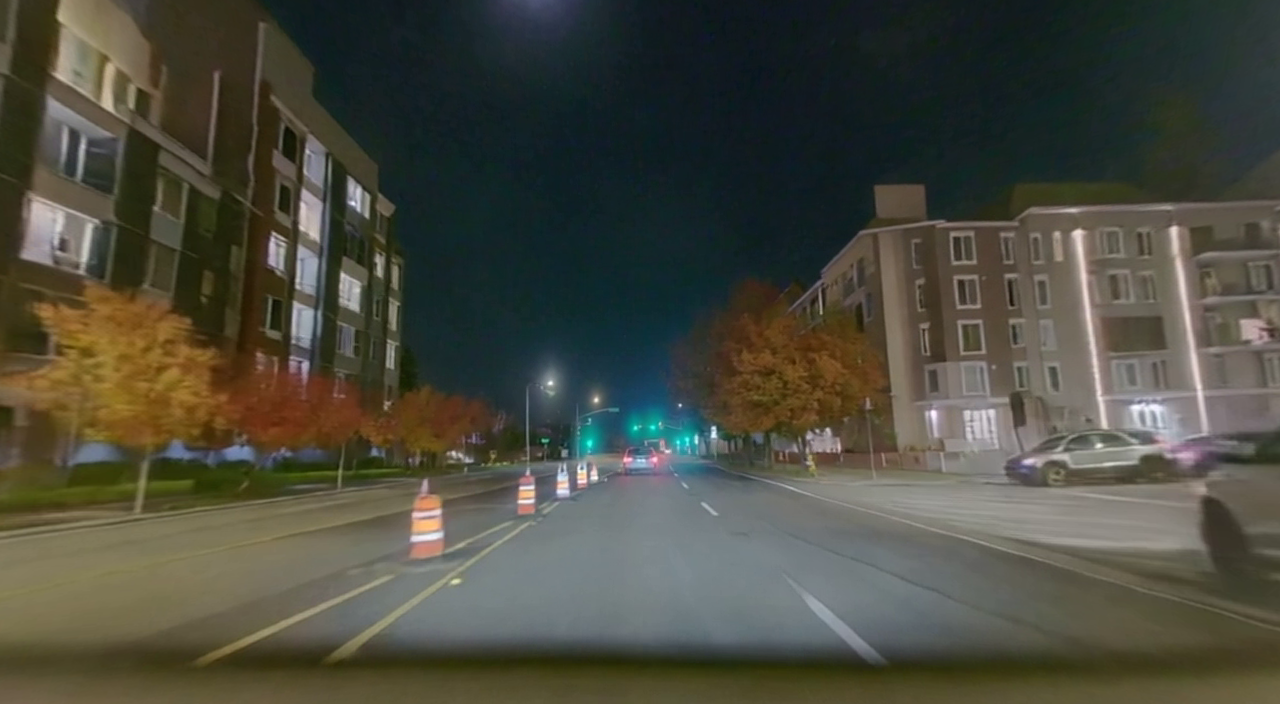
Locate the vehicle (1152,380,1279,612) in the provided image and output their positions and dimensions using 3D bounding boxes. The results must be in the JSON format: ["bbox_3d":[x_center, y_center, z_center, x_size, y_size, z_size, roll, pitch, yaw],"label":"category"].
[{"bbox_3d":[5.834,0.988,3.900,2.120,1.828,5.531,-3,-9,18],"label":"vehicle"}]

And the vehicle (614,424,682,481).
[{"bbox_3d":[0.423,4.598,28.935,2.762,2.309,6.723,-1,-9,2],"label":"vehicle"}]

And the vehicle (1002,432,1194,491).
[{"bbox_3d":[14.970,3.600,20.771,4.655,1.798,2.050,-1,-9,0],"label":"vehicle"}]
